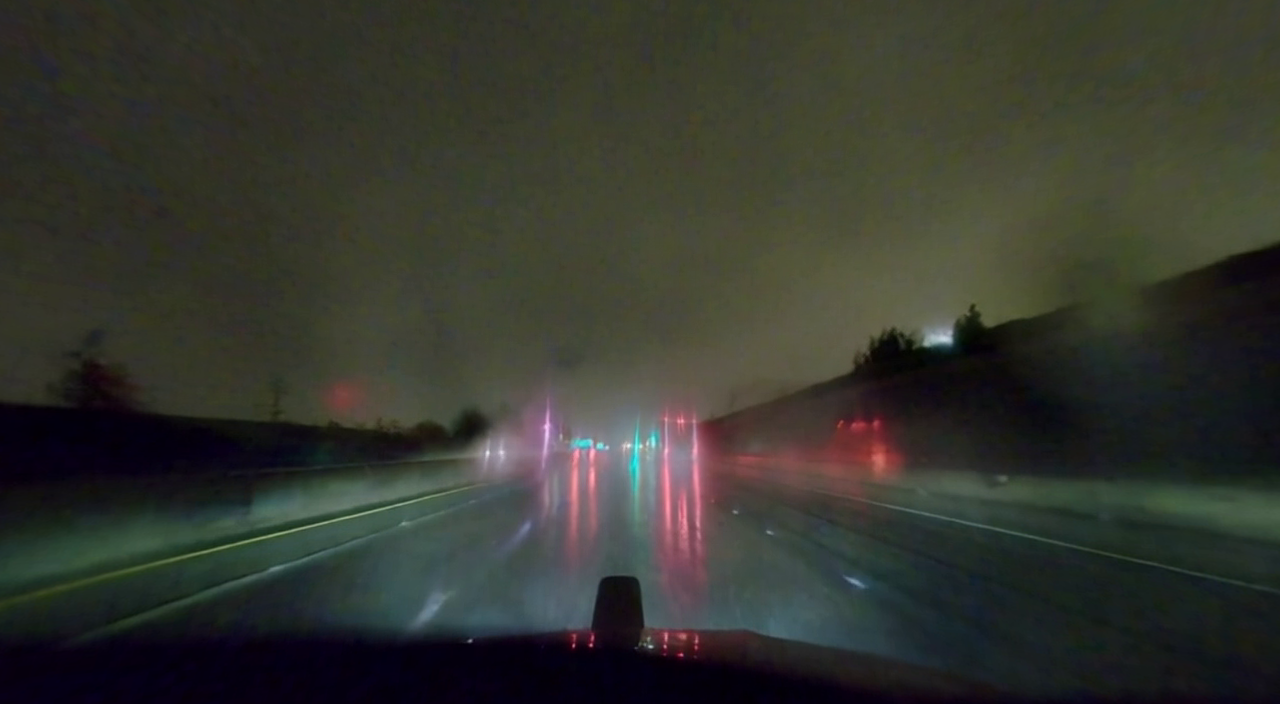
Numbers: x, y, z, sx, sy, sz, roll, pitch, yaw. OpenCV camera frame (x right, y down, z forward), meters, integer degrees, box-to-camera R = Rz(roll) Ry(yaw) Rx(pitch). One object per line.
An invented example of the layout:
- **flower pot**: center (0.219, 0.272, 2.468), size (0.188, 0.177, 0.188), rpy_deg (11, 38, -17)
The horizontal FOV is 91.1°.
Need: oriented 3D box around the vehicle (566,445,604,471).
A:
- **vehicle**: center (-3.480, 6.794, 40.533), size (2.100, 1.525, 4.179), rpy_deg (0, -9, -1)
